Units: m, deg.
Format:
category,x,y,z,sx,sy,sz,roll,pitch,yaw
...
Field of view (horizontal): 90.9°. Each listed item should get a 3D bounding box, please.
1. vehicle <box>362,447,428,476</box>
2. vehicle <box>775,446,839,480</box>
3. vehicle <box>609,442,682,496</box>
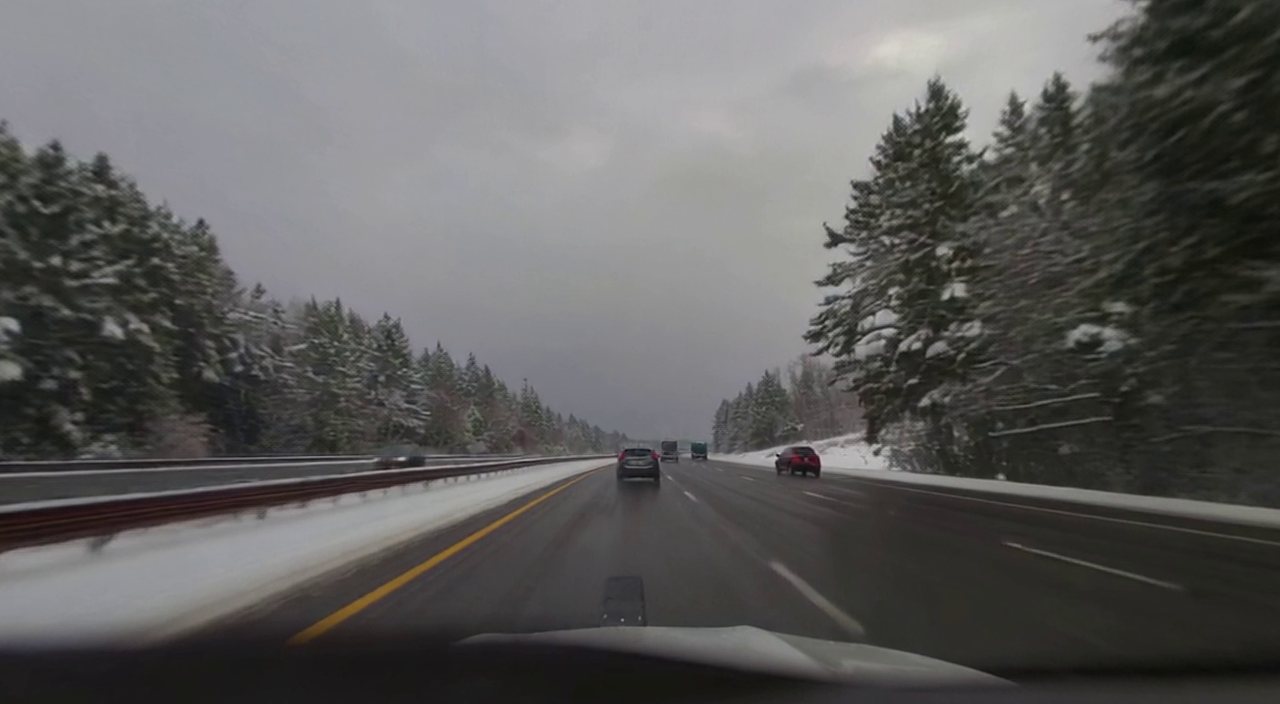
category,x,y,z,sx,sy,sz,roll,pitch,yaw
vehicle,-13.527,6.062,35.119,1.973,1.481,4.321,0,-9,0
vehicle,7.873,5.242,30.050,1.926,1.483,3.528,0,-9,-3
vehicle,0.100,3.607,19.818,2.053,1.483,4.185,0,-9,-1
